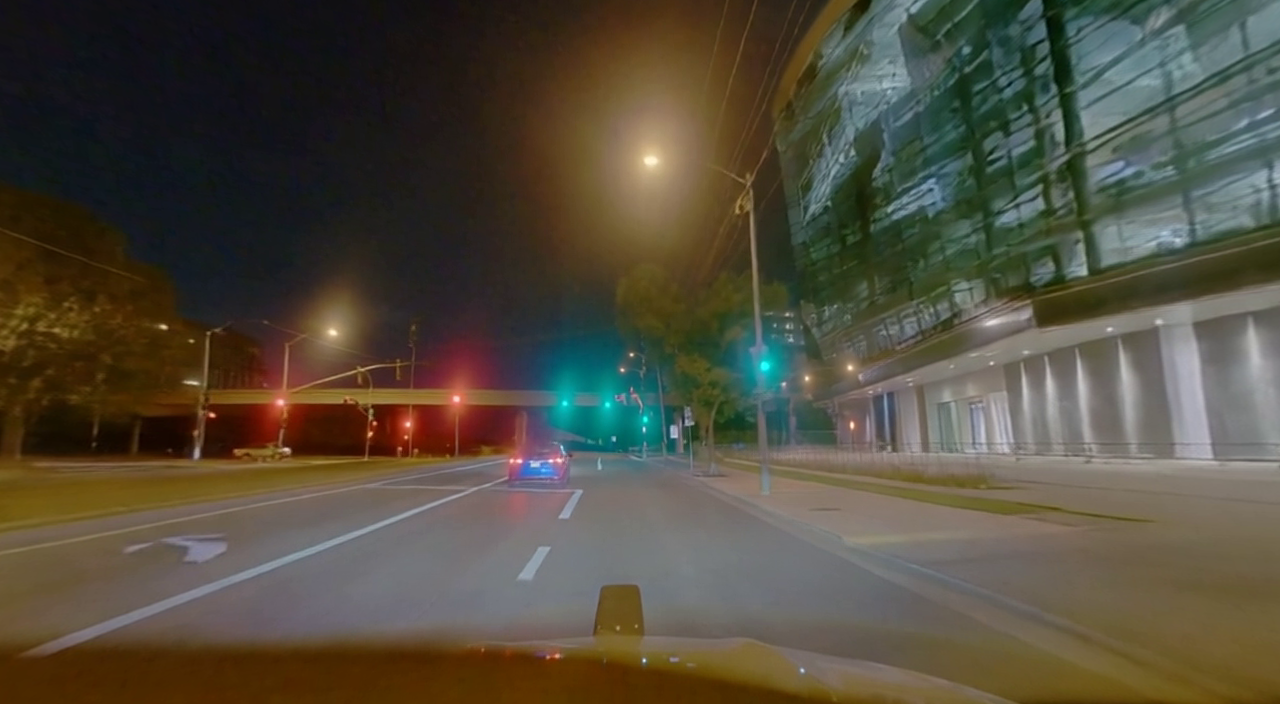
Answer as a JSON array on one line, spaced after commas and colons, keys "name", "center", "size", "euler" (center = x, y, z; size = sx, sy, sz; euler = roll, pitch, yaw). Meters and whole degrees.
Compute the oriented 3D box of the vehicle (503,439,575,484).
[{"name": "vehicle", "center": [-3.634, 4.033, 23.514], "size": [2.154, 1.465, 4.532], "euler": [1, -9, -3]}]
